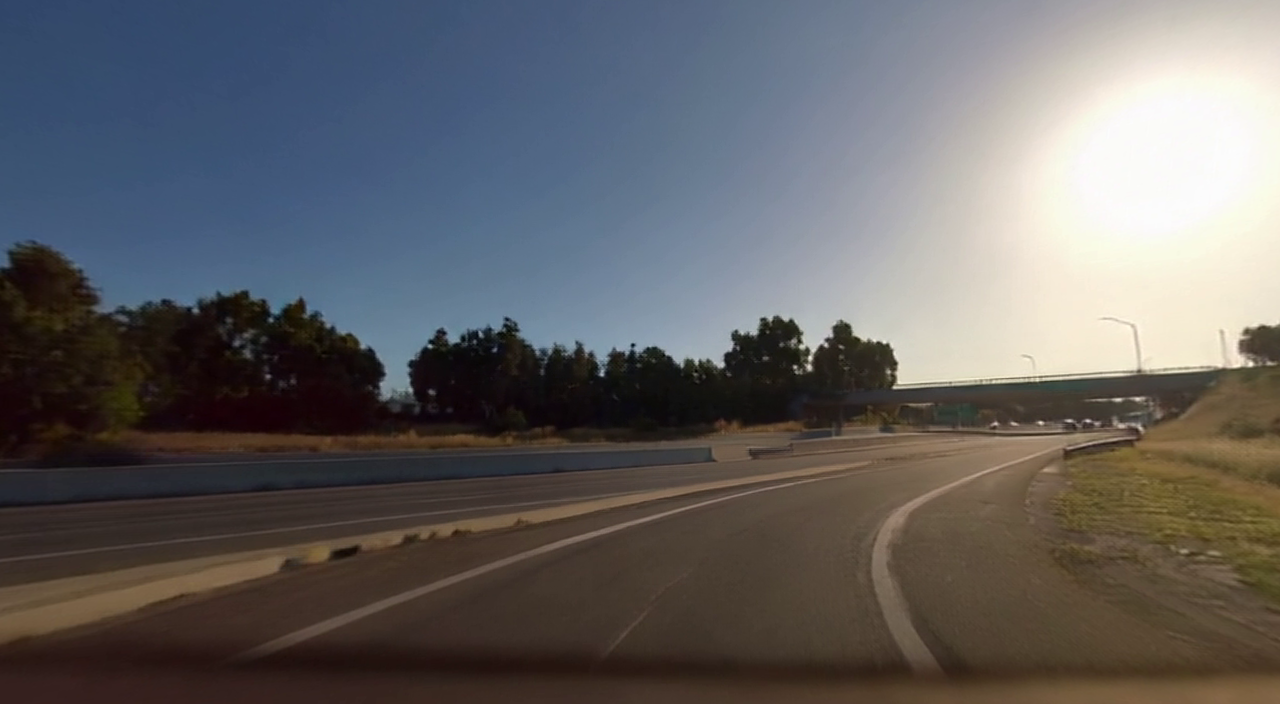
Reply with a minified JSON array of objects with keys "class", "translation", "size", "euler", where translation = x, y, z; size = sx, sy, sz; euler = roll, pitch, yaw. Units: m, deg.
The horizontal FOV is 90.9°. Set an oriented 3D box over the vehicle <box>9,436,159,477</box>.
[{"class":"vehicle","translation":[-23.565,4.417,26.871],"size":[1.922,1.597,4.433],"euler":[-8,-11,40]}]
